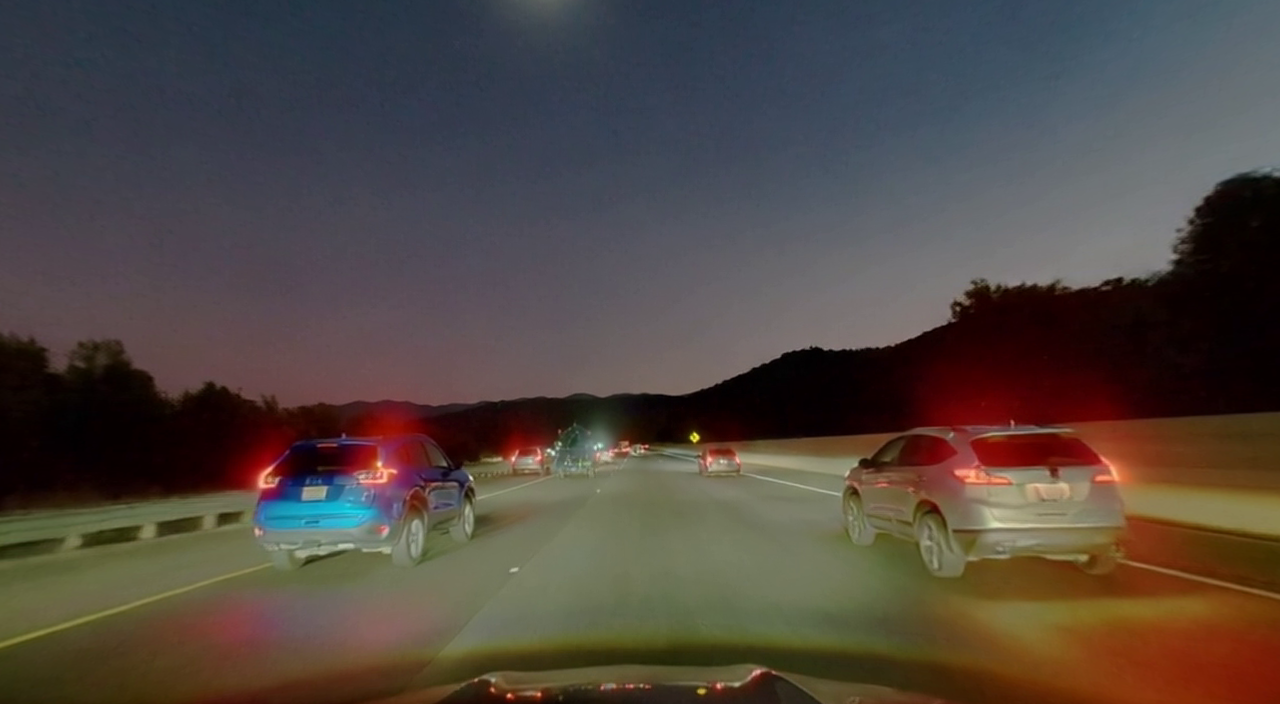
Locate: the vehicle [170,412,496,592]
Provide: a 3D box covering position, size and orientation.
[{"bbox_3d":[-3.458,1.764,8.246,2.080,1.716,4.207,0,-8,1],"label":"vehicle"}]

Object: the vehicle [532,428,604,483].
[{"bbox_3d":[-3.035,4.541,27.911,2.494,2.136,5.539,0,-8,1],"label":"vehicle"}]

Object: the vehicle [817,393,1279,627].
[{"bbox_3d":[3.678,1.498,6.979,2.066,1.696,4.604,0,-8,0],"label":"vehicle"}]

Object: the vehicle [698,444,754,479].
[{"bbox_3d":[4.169,5.351,31.180,2.071,1.570,4.637,0,-8,0],"label":"vehicle"}]

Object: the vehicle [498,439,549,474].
[{"bbox_3d":[-6.935,6.277,38.016,2.149,1.922,4.976,0,-8,0],"label":"vehicle"}]
